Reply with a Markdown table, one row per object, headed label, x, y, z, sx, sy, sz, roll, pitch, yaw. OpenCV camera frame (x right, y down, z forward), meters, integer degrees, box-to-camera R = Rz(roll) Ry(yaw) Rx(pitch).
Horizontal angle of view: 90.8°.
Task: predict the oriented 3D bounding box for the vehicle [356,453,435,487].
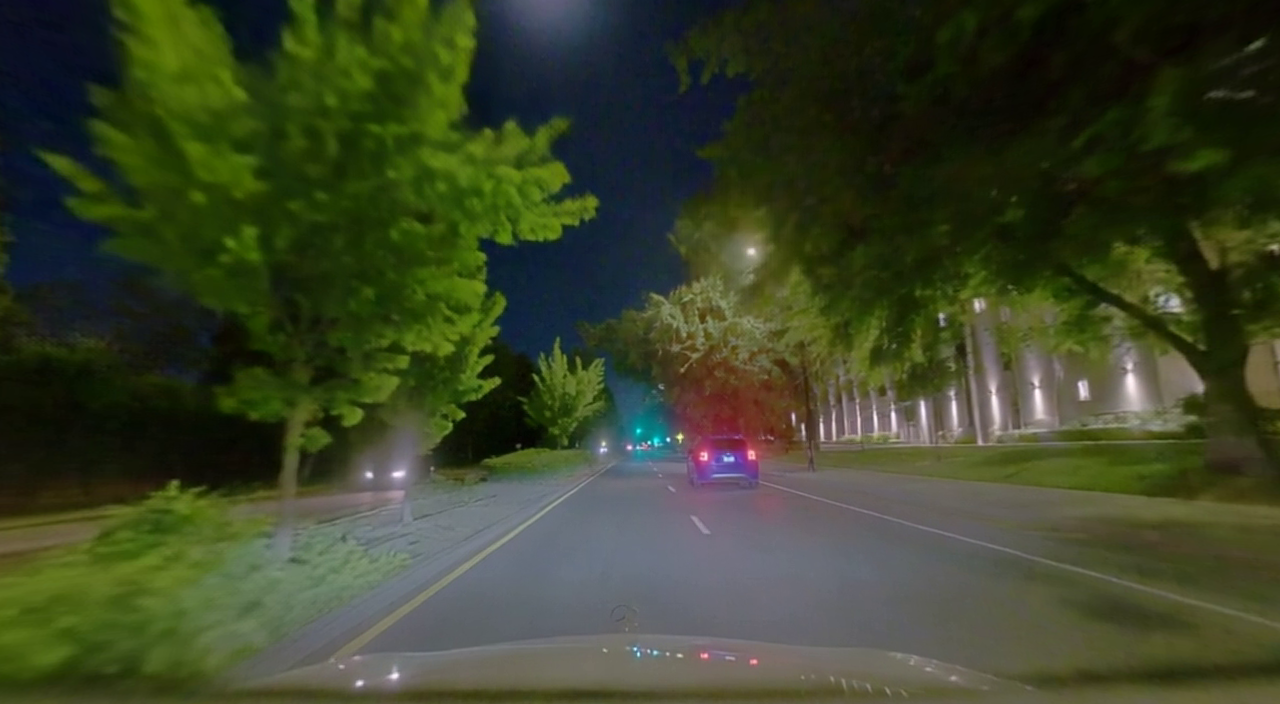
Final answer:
| label | x | y | z | sx | sy | sz | roll | pitch | yaw |
| --- | --- | --- | --- | --- | --- | --- | --- | --- | --- |
| vehicle | -11.771 | 5.690 | 30.813 | 1.968 | 1.476 | 4.631 | 0 | -9 | 1 |

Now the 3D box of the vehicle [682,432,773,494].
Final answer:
| label | x | y | z | sx | sy | sz | roll | pitch | yaw |
| --- | --- | --- | --- | --- | --- | --- | --- | --- | --- |
| vehicle | 2.621 | 3.462 | 20.020 | 2.164 | 1.725 | 4.285 | 0 | -9 | -1 |
